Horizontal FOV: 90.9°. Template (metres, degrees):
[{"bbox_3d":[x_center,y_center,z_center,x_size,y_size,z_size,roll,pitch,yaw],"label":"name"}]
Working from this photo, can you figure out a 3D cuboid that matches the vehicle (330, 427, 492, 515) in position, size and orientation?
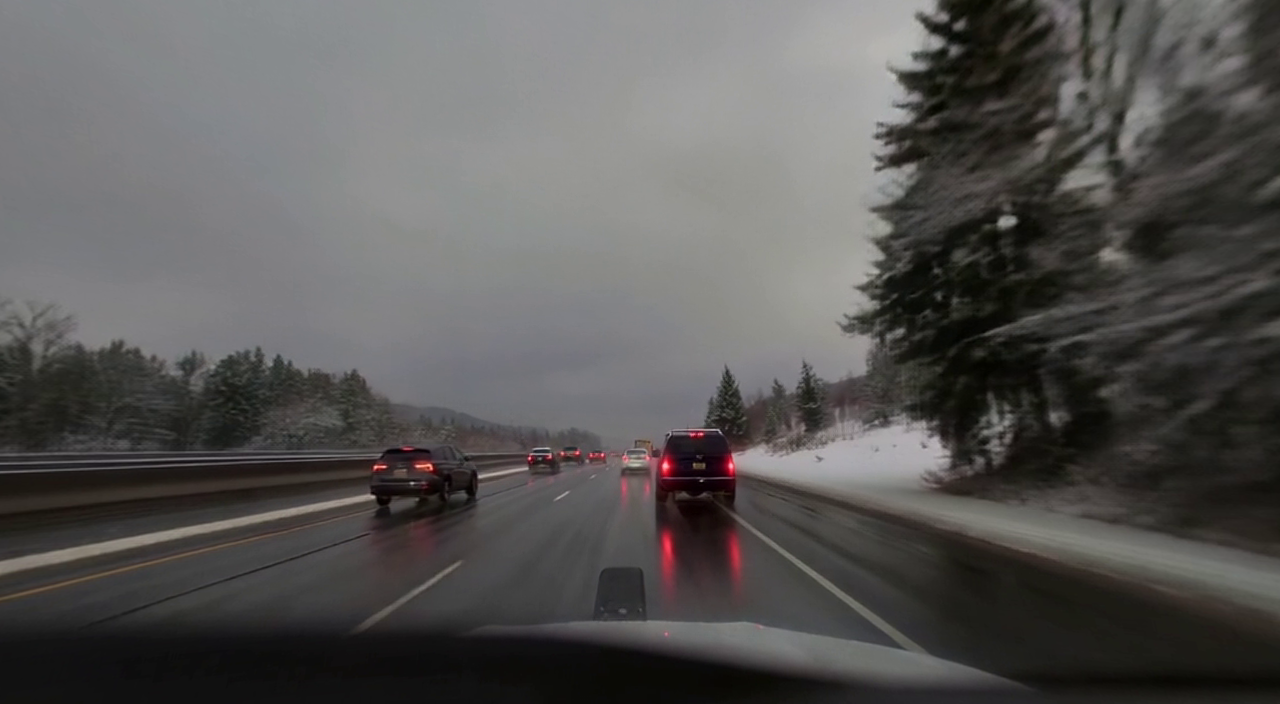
[{"bbox_3d":[-4.840,2.584,14.087,1.934,1.642,4.201,0,-9,1],"label":"vehicle"}]

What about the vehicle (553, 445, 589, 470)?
[{"bbox_3d":[-4.523,6.988,42.001,1.855,1.527,4.209,0,-9,1],"label":"vehicle"}]

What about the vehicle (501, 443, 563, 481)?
[{"bbox_3d":[-4.518,4.665,26.935,1.867,1.489,3.829,0,-9,1],"label":"vehicle"}]

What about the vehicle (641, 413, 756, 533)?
[{"bbox_3d":[0.942,2.254,12.220,1.825,1.920,3.960,0,-9,0],"label":"vehicle"}]
